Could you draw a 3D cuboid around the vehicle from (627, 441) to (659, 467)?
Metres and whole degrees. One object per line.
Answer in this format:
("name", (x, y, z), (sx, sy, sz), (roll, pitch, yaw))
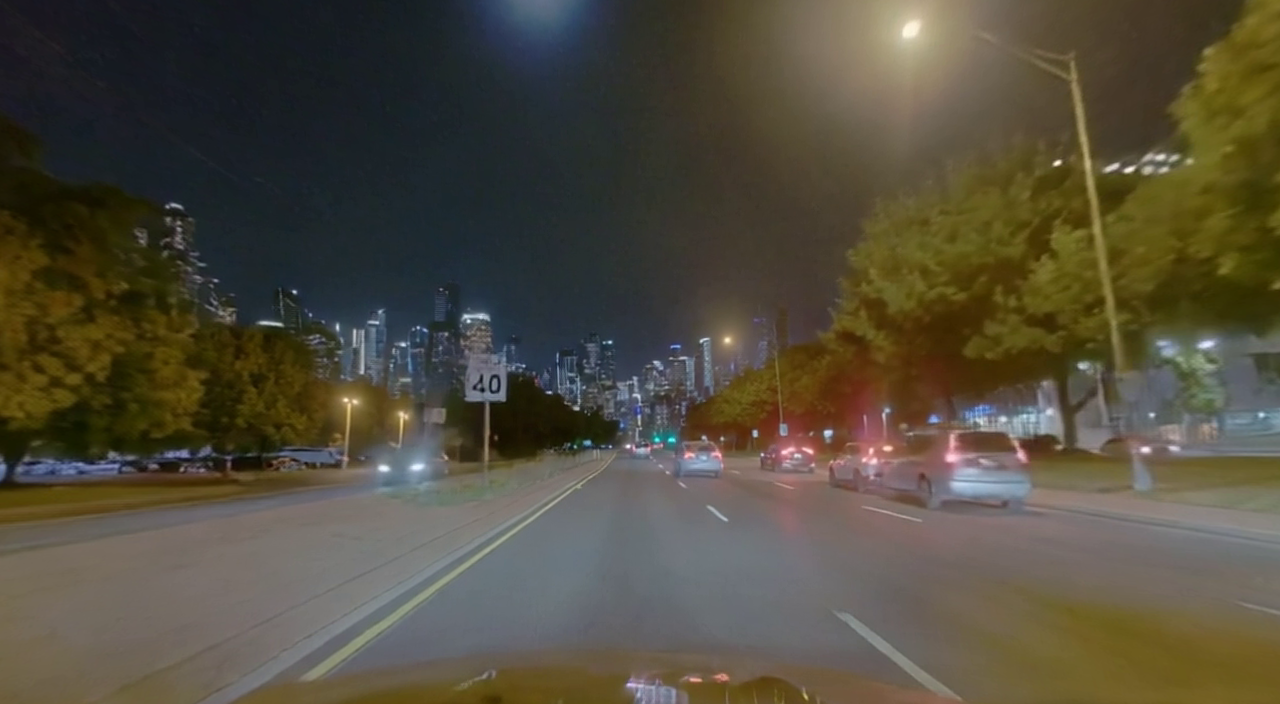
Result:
("vehicle", (0.199, 7.000, 43.575), (2.132, 1.693, 3.819), (0, -9, 0))

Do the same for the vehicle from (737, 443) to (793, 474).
("vehicle", (6.786, 5.813, 34.713), (2.029, 1.548, 4.422), (0, -9, -2))

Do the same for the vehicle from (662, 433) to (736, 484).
("vehicle", (2.164, 4.114, 24.708), (2.227, 1.794, 4.457), (0, -9, -3))

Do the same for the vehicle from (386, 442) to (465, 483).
("vehicle", (-9.680, 5.009, 28.959), (1.999, 1.711, 4.541), (0, -9, 1))

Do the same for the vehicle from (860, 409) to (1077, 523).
("vehicle", (6.880, 2.461, 13.941), (2.382, 2.108, 4.182), (0, -9, -2))

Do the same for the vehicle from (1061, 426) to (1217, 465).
("vehicle", (20.733, 3.918, 26.424), (4.608, 1.533, 2.193), (0, -9, 0))
